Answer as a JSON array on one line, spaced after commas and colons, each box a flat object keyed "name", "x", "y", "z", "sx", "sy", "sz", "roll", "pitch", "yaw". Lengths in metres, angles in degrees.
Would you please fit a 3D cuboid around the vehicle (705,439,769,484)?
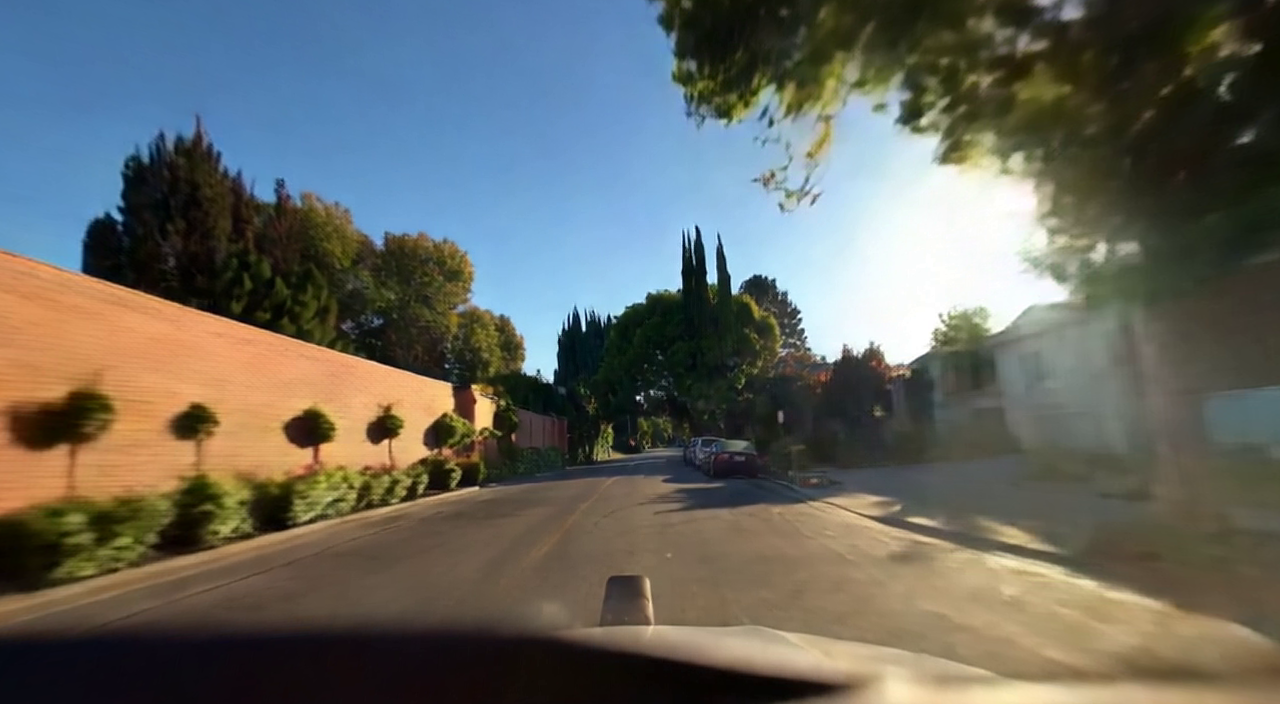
[{"name": "vehicle", "x": 4.008, "y": 4.577, "z": 26.943, "sx": 2.048, "sy": 1.596, "sz": 5.543, "roll": 2, "pitch": -8, "yaw": 2}]
